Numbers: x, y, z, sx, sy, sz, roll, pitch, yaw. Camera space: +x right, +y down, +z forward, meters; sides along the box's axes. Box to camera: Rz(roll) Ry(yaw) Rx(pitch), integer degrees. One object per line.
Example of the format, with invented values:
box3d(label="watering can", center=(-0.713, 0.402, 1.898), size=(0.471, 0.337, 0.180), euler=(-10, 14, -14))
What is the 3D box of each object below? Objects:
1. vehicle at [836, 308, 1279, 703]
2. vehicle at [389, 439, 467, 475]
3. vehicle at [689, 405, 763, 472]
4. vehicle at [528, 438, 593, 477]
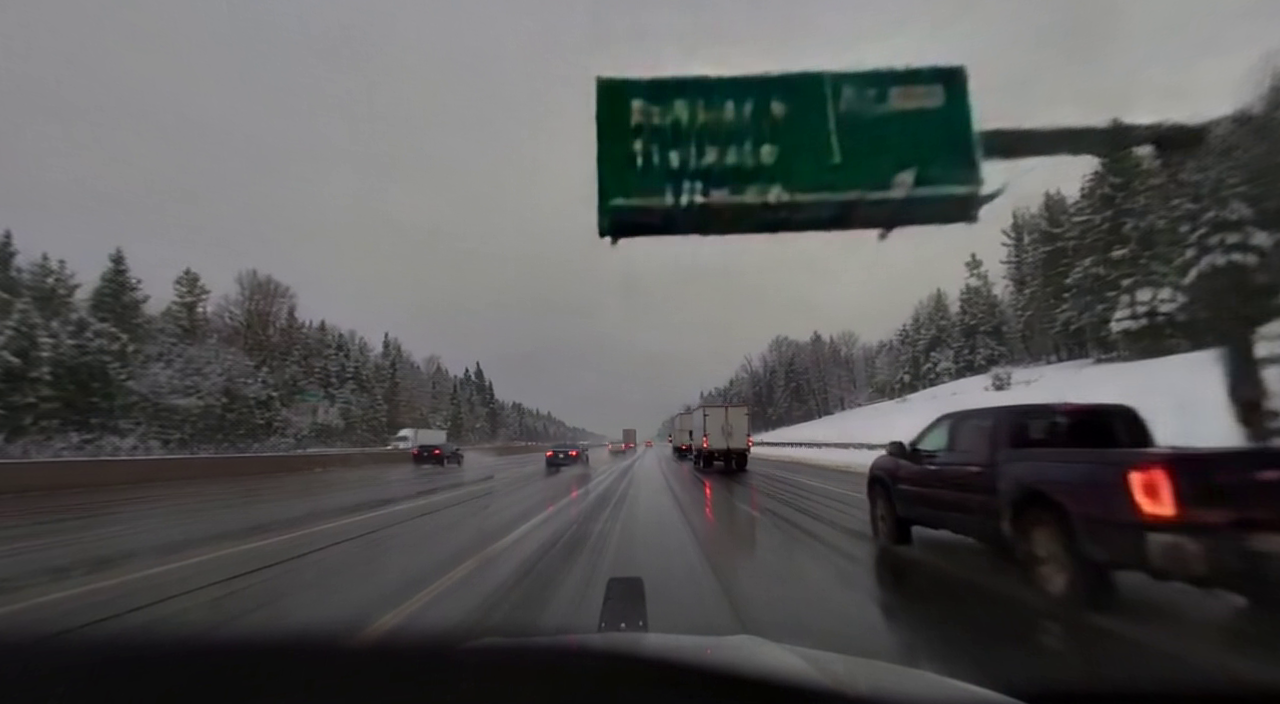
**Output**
box3d(label="vehicle", center=(4.182, 1.223, 6.186), size=(2.355, 1.930, 6.633), euler=(0, -8, 0))
box3d(label="vehicle", center=(-9.446, 4.709, 28.469), size=(1.899, 1.465, 4.589), euler=(0, -8, 0))
box3d(label="vehicle", center=(4.215, 4.482, 32.513), size=(2.732, 3.052, 7.118), euler=(0, -8, -1))
box3d(label="vehicle", center=(-3.184, 4.336, 26.135), size=(1.981, 1.473, 4.317), euler=(0, -8, 2))
